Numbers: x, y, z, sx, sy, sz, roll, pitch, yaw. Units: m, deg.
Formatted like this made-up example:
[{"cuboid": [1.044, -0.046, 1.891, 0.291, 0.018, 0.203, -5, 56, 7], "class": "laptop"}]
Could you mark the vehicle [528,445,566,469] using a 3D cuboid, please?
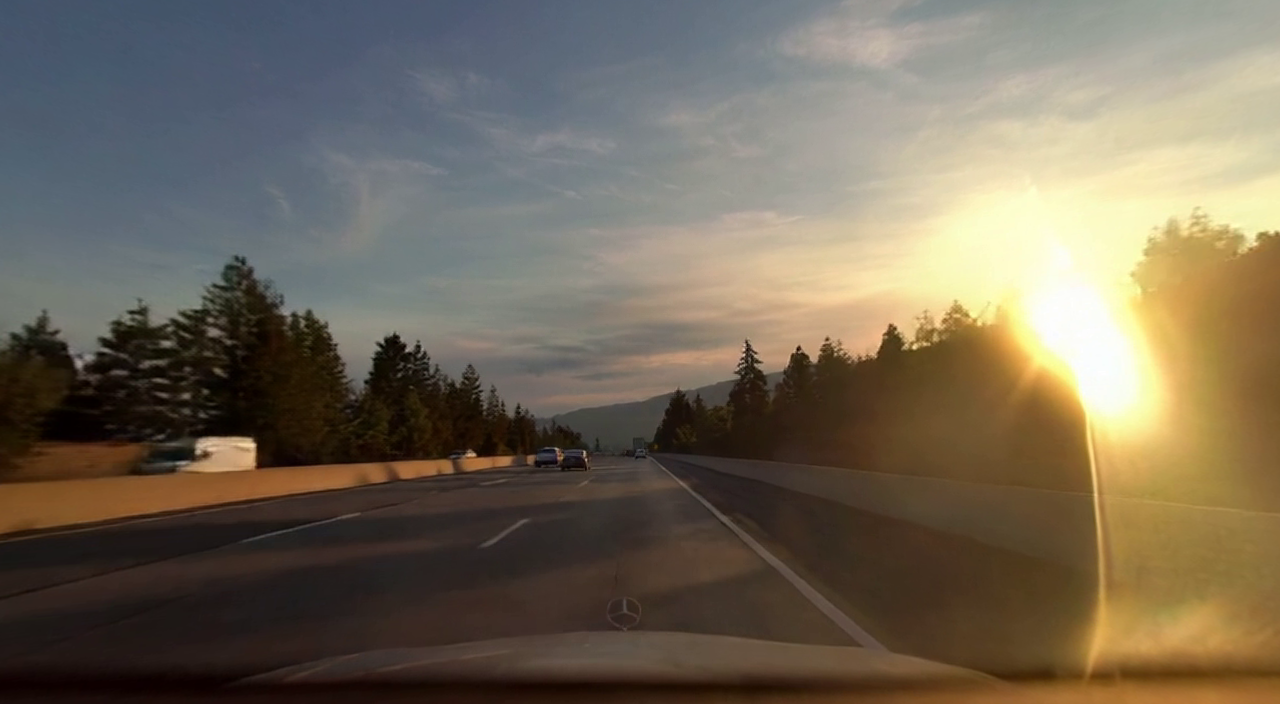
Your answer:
[{"cuboid": [-7.075, 8.027, 48.514, 2.173, 1.722, 4.869, 0, -9, 1], "class": "vehicle"}]

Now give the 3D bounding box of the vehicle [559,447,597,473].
[{"cuboid": [-3.747, 6.605, 38.690, 1.893, 1.521, 3.742, 0, -9, 0], "class": "vehicle"}]
